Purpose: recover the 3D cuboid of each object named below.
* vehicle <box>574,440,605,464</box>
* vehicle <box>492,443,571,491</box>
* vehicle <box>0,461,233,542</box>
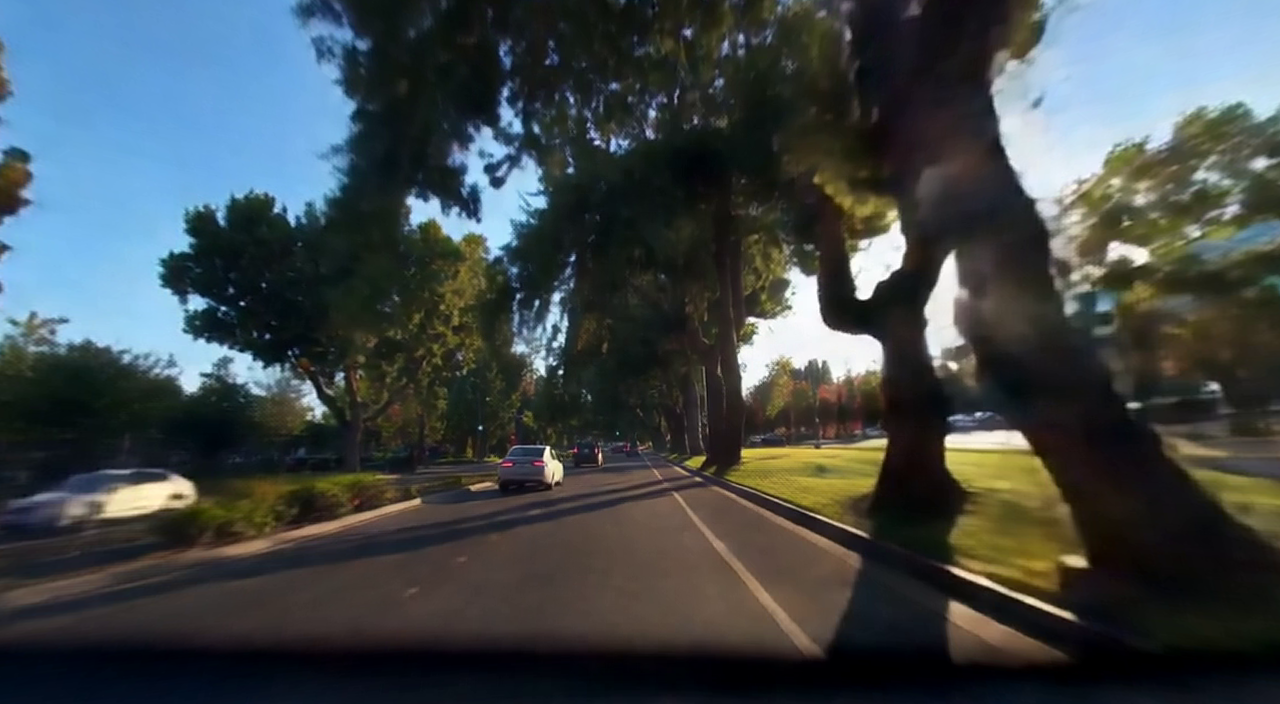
[{"bbox_3d":[-3.912,7.876,49.819,2.077,1.725,4.153,0,-9,0],"label":"vehicle"},{"bbox_3d":[-3.588,3.871,21.635,1.932,1.431,4.144,0,-9,1],"label":"vehicle"},{"bbox_3d":[-11.758,3.259,14.418,1.924,1.430,4.417,-1,-9,1],"label":"vehicle"}]
